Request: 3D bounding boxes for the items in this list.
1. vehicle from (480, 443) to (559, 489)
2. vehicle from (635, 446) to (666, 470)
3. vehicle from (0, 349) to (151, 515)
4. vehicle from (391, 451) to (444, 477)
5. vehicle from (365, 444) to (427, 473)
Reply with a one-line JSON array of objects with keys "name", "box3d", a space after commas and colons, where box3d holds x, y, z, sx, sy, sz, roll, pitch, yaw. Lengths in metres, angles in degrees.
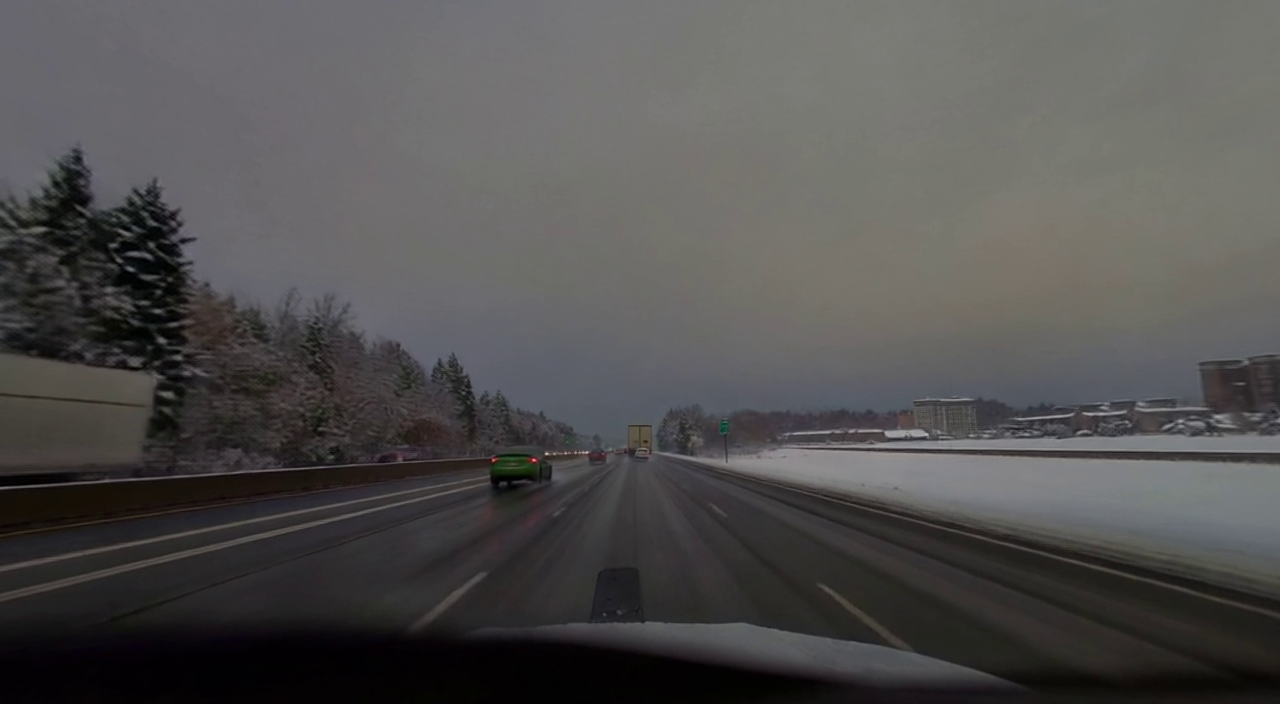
[{"name": "vehicle", "box3d": [-4.337, 4.186, 23.437, 2.172, 1.548, 3.953, 0, -9, -1]}, {"name": "vehicle", "box3d": [0.673, 7.380, 44.089, 1.992, 1.593, 3.937, 0, -9, -1]}, {"name": "vehicle", "box3d": [-17.120, 1.581, 13.024, 2.889, 4.027, 13.945, 0, -9, 0]}, {"name": "vehicle", "box3d": [-12.561, 6.329, 35.843, 1.718, 1.426, 3.578, 0, -9, 0]}, {"name": "vehicle", "box3d": [-17.102, 7.486, 44.498, 2.376, 1.864, 4.898, 0, -9, 0]}]
